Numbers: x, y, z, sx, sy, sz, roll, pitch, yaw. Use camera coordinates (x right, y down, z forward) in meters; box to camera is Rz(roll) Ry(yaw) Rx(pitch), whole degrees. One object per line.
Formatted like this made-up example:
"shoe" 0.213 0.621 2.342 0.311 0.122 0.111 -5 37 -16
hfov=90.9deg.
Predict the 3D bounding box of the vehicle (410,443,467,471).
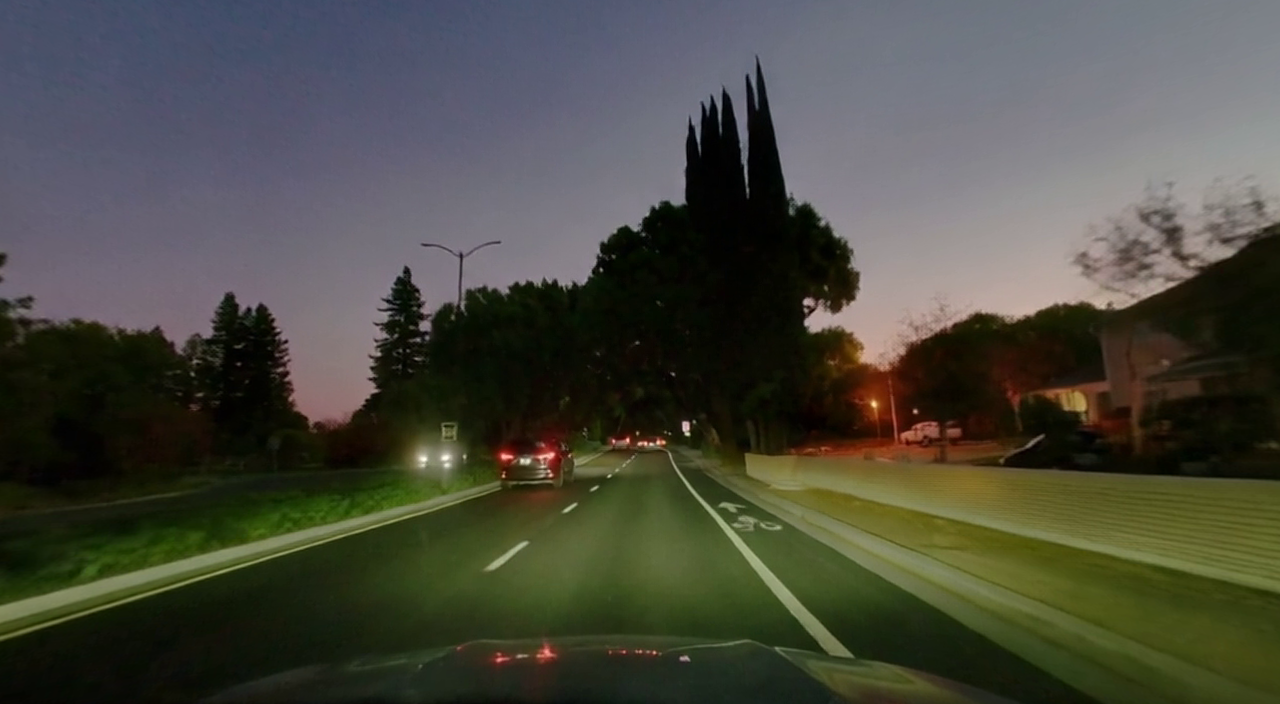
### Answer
"vehicle" -11.244 5.865 35.411 1.740 1.476 3.850 0 -8 2

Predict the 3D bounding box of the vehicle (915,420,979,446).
"vehicle" 18.663 5.017 38.616 1.939 1.477 5.129 -1 -8 8

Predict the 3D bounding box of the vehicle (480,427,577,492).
"vehicle" -3.283 3.263 19.515 2.073 1.770 4.302 0 -8 2
